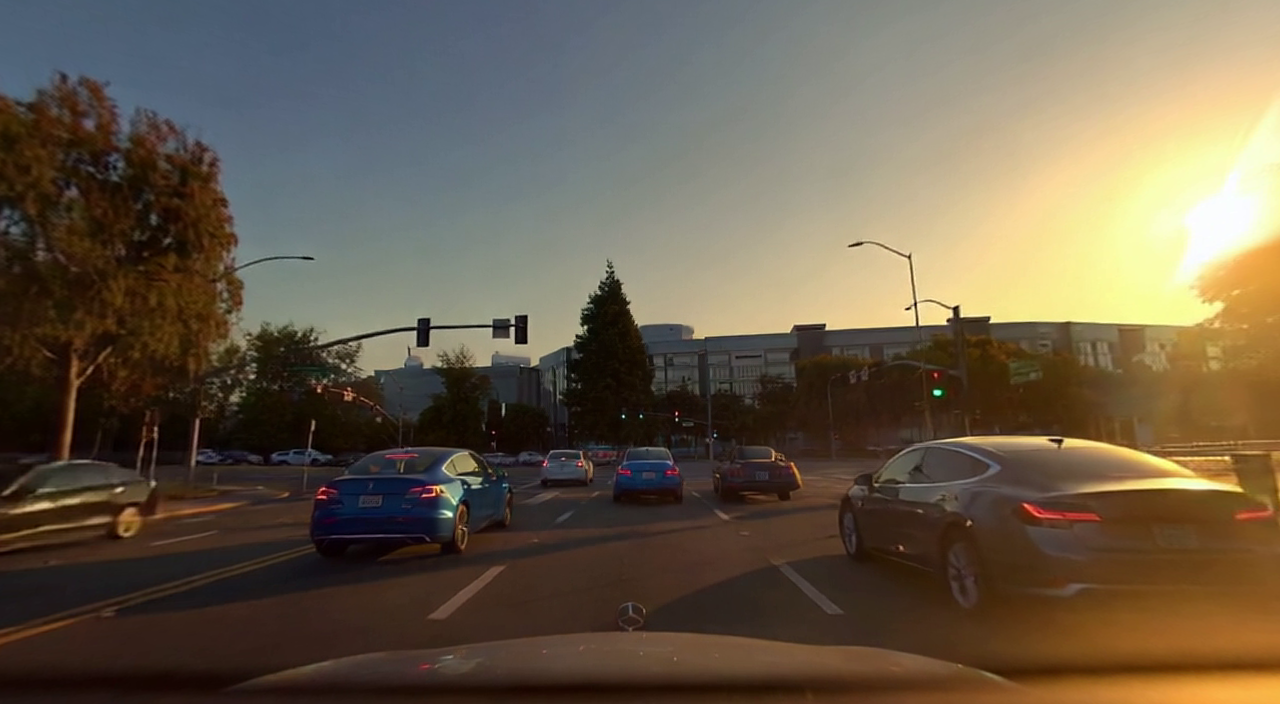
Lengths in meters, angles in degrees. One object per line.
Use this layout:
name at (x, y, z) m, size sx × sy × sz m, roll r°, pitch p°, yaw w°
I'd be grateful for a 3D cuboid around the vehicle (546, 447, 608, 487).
vehicle at (-2.591, 4.833, 26.794) m, size 2.089 × 1.537 × 4.073 m, roll -1°, pitch -9°, yaw 2°

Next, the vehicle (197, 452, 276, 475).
vehicle at (-30.209, 8.374, 47.276) m, size 4.427 × 1.629 × 2.213 m, roll -1°, pitch -9°, yaw 2°

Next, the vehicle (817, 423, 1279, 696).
vehicle at (3.337, 1.521, 5.942) m, size 1.951 × 1.522 × 4.614 m, roll 0°, pitch -9°, yaw 0°

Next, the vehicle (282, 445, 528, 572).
vehicle at (-3.180, 2.188, 9.705) m, size 2.015 × 1.478 × 4.407 m, roll -1°, pitch -9°, yaw 1°

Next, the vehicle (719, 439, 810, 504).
vehicle at (3.607, 3.536, 19.055) m, size 1.938 × 1.732 × 4.006 m, roll 0°, pitch -9°, yaw 0°

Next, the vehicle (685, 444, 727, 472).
vehicle at (4.085, 6.640, 39.705) m, size 2.138 × 1.624 × 4.417 m, roll 0°, pitch -9°, yaw -1°

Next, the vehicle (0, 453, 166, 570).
vehicle at (-9.898, 2.380, 9.665) m, size 2.033 × 1.575 × 4.357 m, roll -1°, pitch -8°, yaw -3°

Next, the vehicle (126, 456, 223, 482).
vehicle at (-29.676, 7.444, 40.238) m, size 4.551 × 1.533 × 2.070 m, roll -1°, pitch -9°, yaw 2°

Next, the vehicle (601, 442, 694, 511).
vehicle at (0.127, 3.224, 16.784) m, size 2.144 × 1.563 × 4.218 m, roll 0°, pitch -9°, yaw -1°
